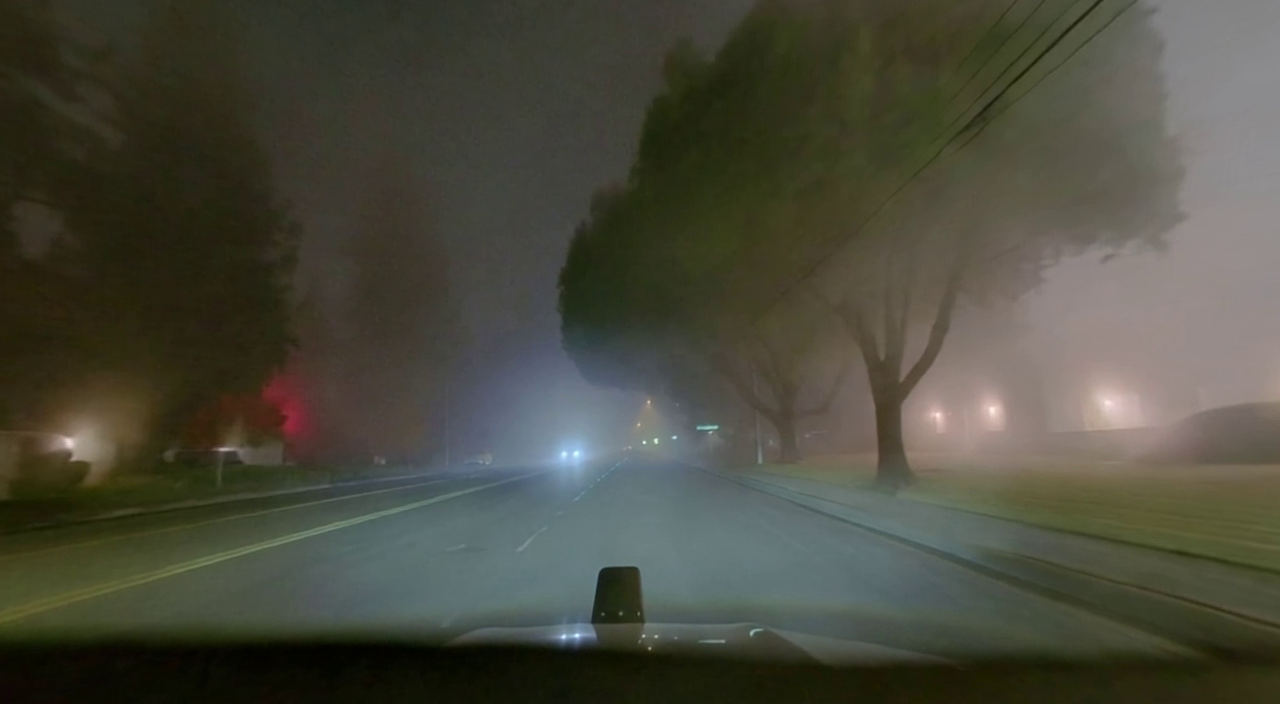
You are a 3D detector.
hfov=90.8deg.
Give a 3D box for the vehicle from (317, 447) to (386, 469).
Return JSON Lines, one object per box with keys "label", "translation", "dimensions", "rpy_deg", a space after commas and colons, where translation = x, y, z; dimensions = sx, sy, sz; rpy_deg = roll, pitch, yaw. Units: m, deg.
{"label": "vehicle", "translation": [-22.755, 8.373, 49.953], "dimensions": [4.514, 1.711, 1.855], "rpy_deg": [0, -9, 0]}
